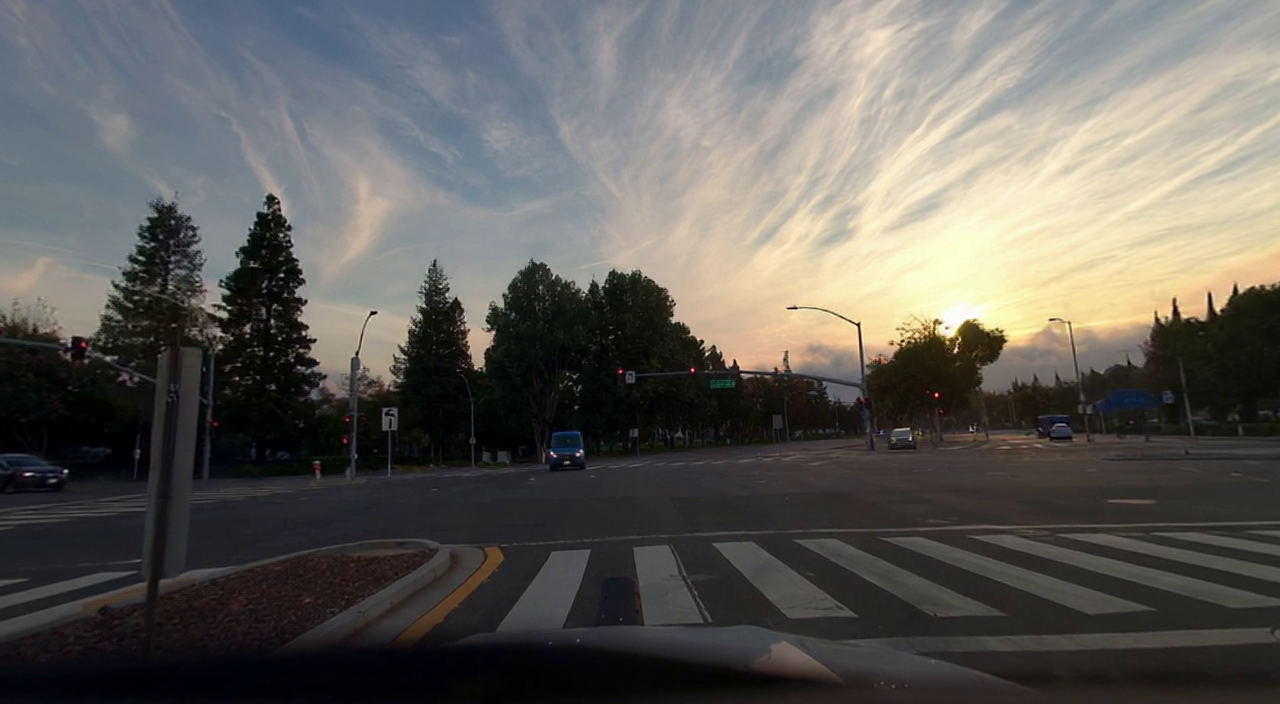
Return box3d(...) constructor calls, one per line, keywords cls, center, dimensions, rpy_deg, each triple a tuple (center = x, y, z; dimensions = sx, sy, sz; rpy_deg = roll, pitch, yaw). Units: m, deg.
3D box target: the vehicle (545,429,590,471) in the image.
box3d(cls="vehicle", center=(-4.425, 6.100, 39.493), dimensions=(2.465, 2.404, 5.791), rpy_deg=(0, -8, -3))
